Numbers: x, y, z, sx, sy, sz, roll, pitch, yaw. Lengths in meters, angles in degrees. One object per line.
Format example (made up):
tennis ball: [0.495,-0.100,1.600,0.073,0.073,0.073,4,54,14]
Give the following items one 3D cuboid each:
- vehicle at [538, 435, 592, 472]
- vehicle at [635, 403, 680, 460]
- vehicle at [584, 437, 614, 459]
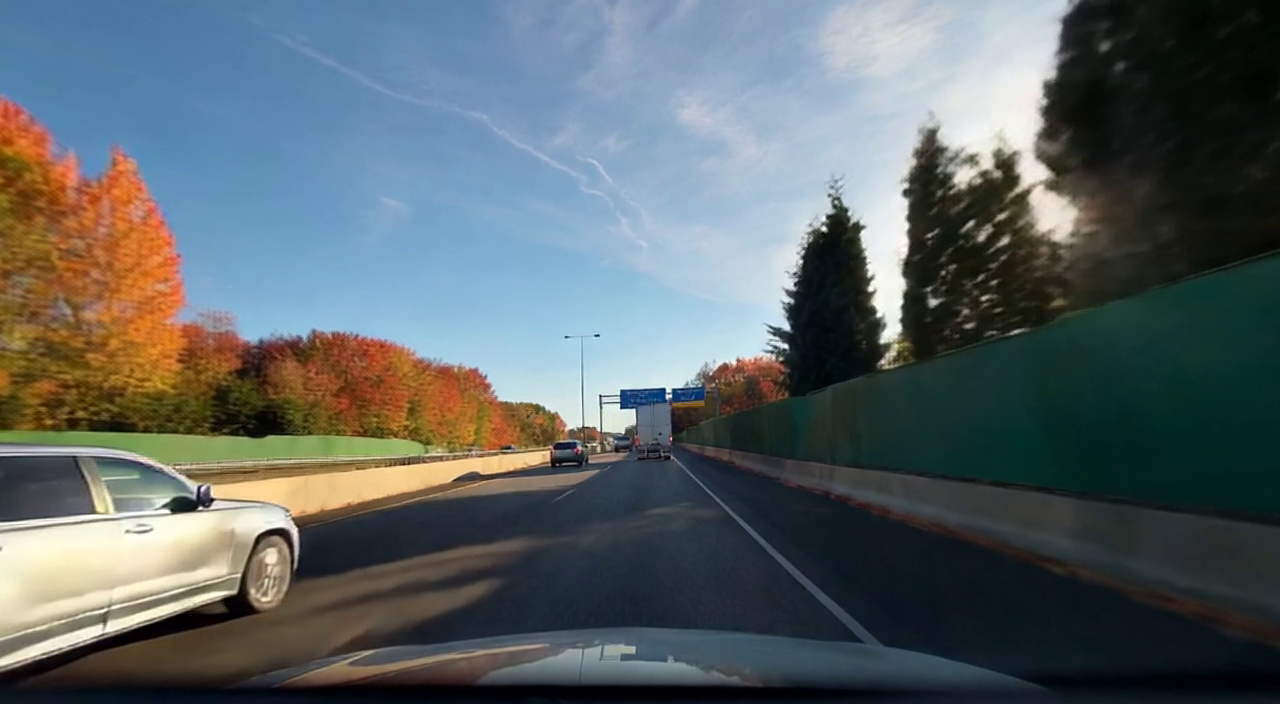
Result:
vehicle: [-3.387,4.653,29.046,1.927,1.556,3.921,0,-8,1]
vehicle: [1.244,5.970,46.504,2.933,3.701,10.425,0,-8,1]
vehicle: [-3.015,7.151,46.854,1.962,1.575,4.158,0,-8,0]
